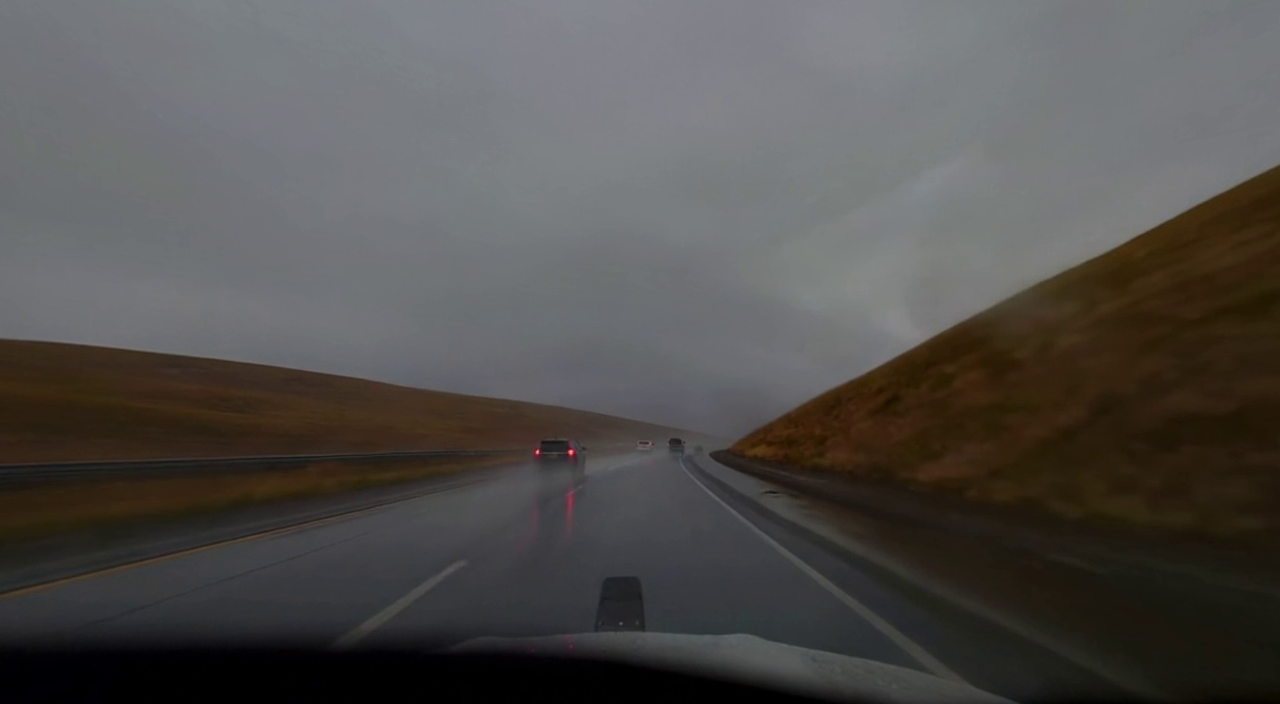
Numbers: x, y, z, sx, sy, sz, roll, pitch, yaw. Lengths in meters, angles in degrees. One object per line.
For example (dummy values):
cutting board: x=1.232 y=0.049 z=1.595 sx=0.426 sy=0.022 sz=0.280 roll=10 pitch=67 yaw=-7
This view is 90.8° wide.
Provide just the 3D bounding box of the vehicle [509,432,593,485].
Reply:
vehicle: x=-3.158 y=3.910 z=23.487 sx=2.252 sy=1.743 sz=4.560 roll=0 pitch=-8 yaw=3
